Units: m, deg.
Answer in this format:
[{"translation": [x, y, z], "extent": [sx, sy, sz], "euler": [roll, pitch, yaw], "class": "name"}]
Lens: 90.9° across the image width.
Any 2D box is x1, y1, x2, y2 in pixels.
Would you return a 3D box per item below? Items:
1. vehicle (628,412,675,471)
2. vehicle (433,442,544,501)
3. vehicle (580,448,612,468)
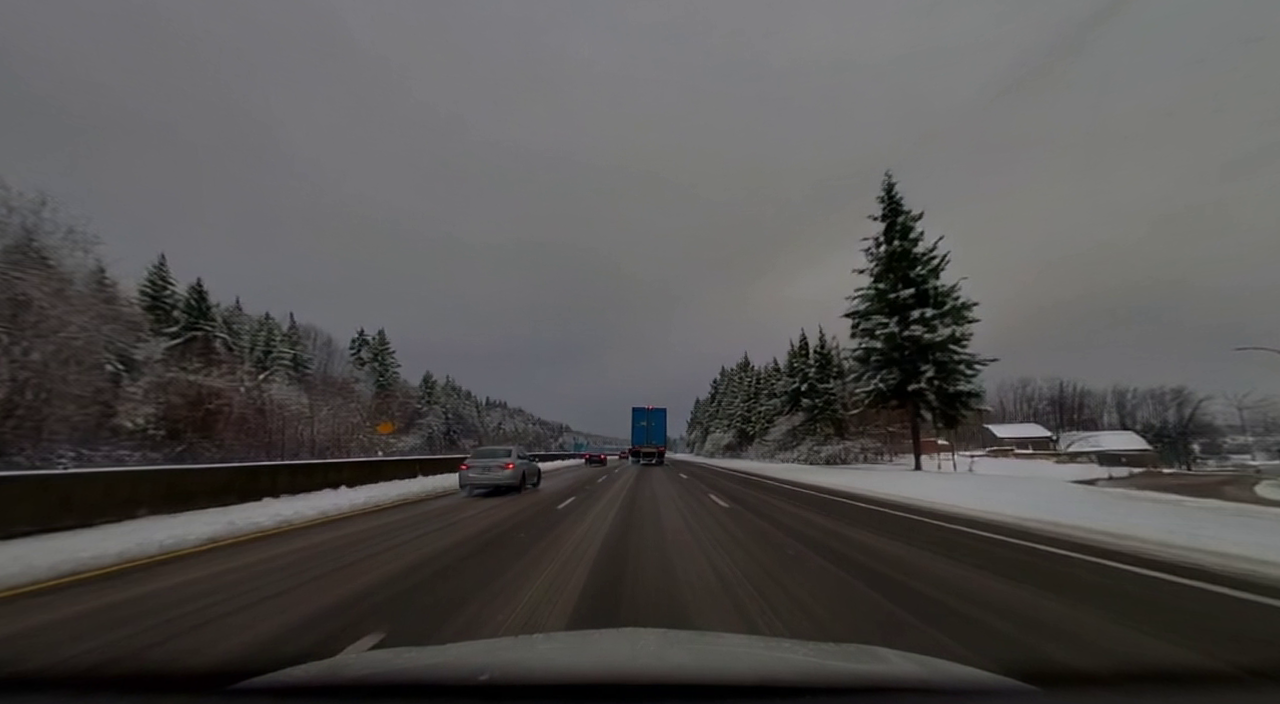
[{"translation": [0.761, 6.262, 43.769], "extent": [2.893, 3.628, 9.081], "euler": [0, -9, 1], "class": "vehicle"}, {"translation": [-4.186, 3.375, 18.216], "extent": [2.010, 1.461, 4.391], "euler": [0, -9, 1], "class": "vehicle"}, {"translation": [-3.228, 7.877, 46.923], "extent": [1.981, 1.435, 4.199], "euler": [0, -9, 2], "class": "vehicle"}]
